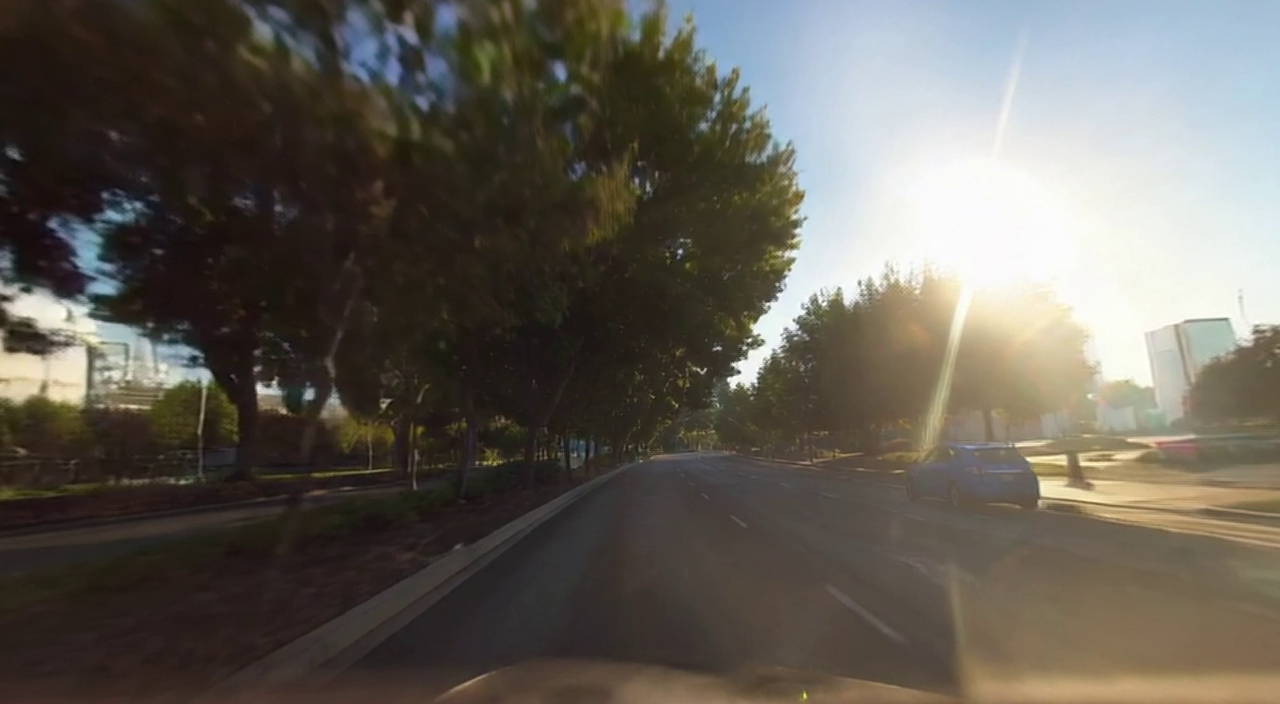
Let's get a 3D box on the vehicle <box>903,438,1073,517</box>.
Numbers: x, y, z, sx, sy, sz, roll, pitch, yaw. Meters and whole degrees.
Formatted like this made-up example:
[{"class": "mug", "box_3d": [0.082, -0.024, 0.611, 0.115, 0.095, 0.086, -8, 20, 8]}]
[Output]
[{"class": "vehicle", "box_3d": [7.501, 2.710, 14.046, 1.797, 1.518, 3.433, -1, -9, 1]}]
